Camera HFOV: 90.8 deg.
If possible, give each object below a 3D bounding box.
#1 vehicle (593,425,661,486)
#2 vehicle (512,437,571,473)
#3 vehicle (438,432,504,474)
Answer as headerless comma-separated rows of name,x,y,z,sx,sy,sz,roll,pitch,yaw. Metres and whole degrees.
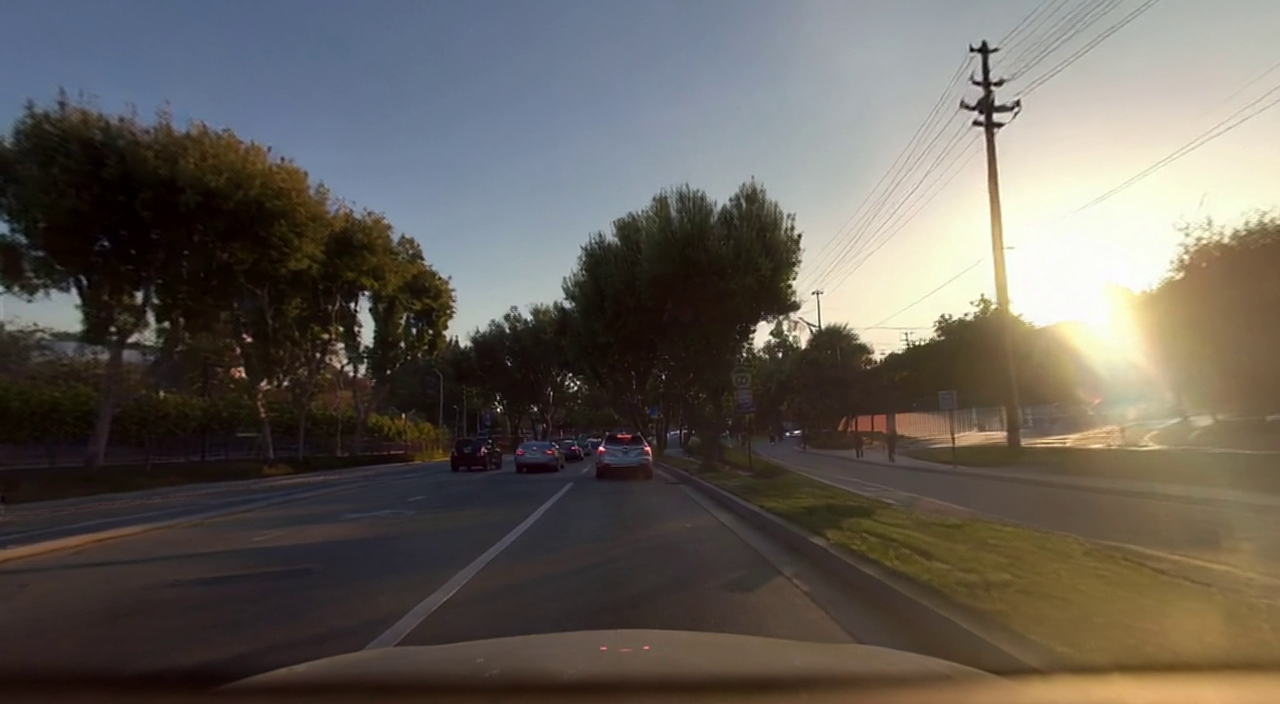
vehicle,-0.445,3.320,20.545,2.012,1.769,3.897,0,-8,-2
vehicle,-4.348,4.628,28.610,2.087,1.485,4.452,0,-8,-2
vehicle,-7.196,4.334,27.282,1.860,1.634,4.089,0,-8,-2
